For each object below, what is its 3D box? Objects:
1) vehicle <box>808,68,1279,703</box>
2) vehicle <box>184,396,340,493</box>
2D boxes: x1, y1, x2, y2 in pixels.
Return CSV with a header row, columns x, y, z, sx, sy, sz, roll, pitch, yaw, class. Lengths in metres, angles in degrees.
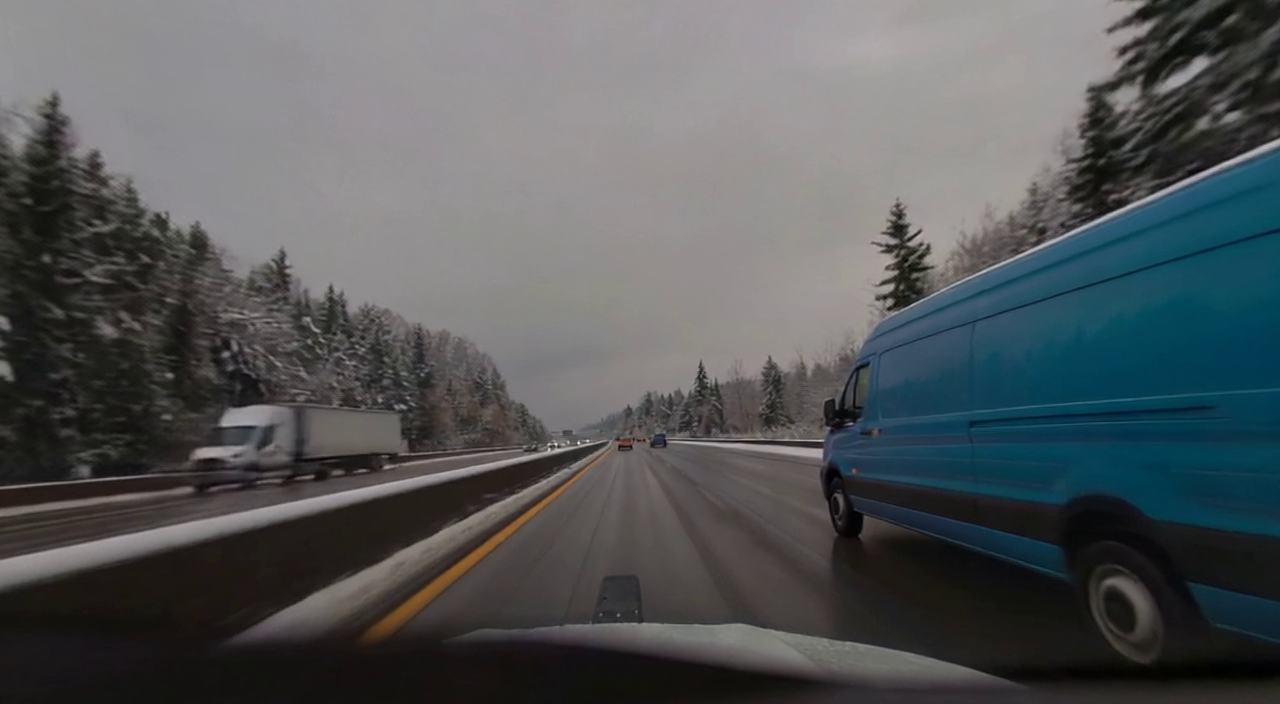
x,y,z,sx,sy,sz,roll,pitch,yaw,class
3.630,0.545,5.005,2.416,2.595,7.243,0,-8,-1,vehicle
-17.768,4.417,30.368,2.944,4.102,7.266,0,-8,-1,vehicle
